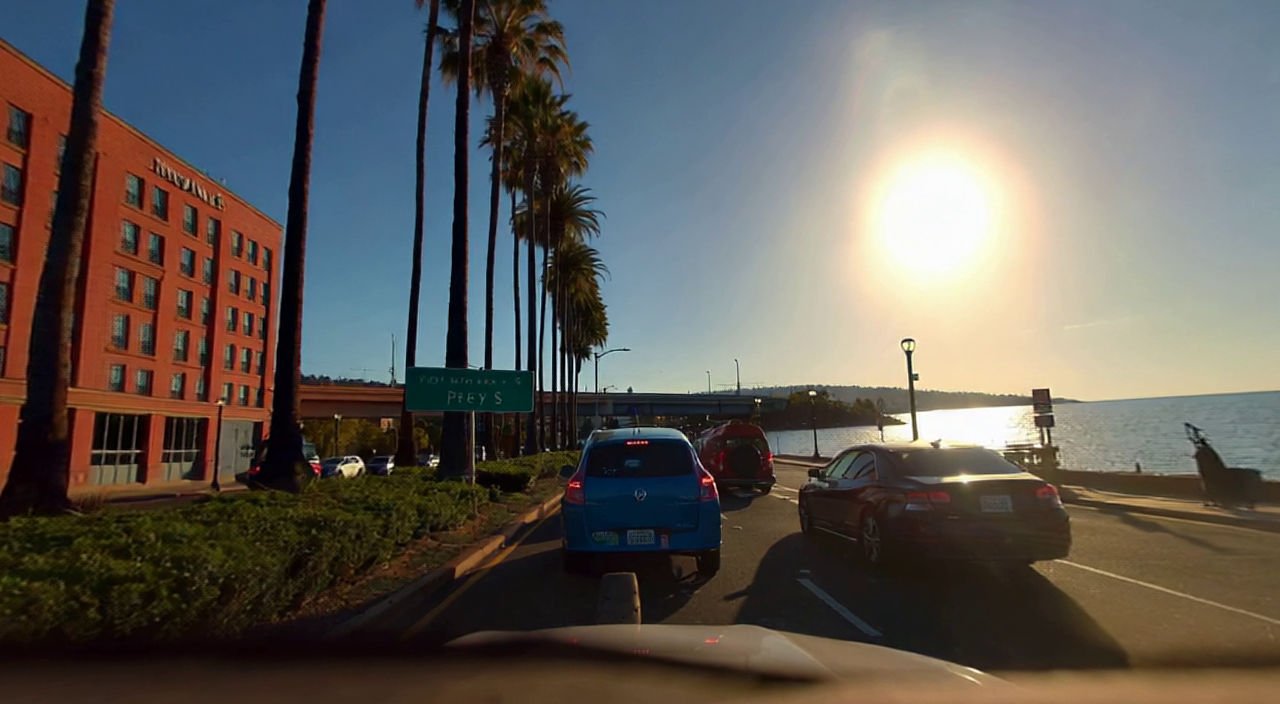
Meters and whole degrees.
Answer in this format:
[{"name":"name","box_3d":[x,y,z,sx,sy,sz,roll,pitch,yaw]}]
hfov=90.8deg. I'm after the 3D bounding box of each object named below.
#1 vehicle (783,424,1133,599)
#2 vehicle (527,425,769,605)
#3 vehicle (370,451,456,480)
[{"name":"vehicle","box_3d":[3.260,1.715,7.729,1.920,1.490,4.417,0,-9,-1]},{"name":"vehicle","box_3d":[0.057,1.669,7.280,2.048,1.503,3.681,0,-9,0]},{"name":"vehicle","box_3d":[-14.956,7.468,41.684,4.852,1.802,2.104,-1,-9,8]}]
